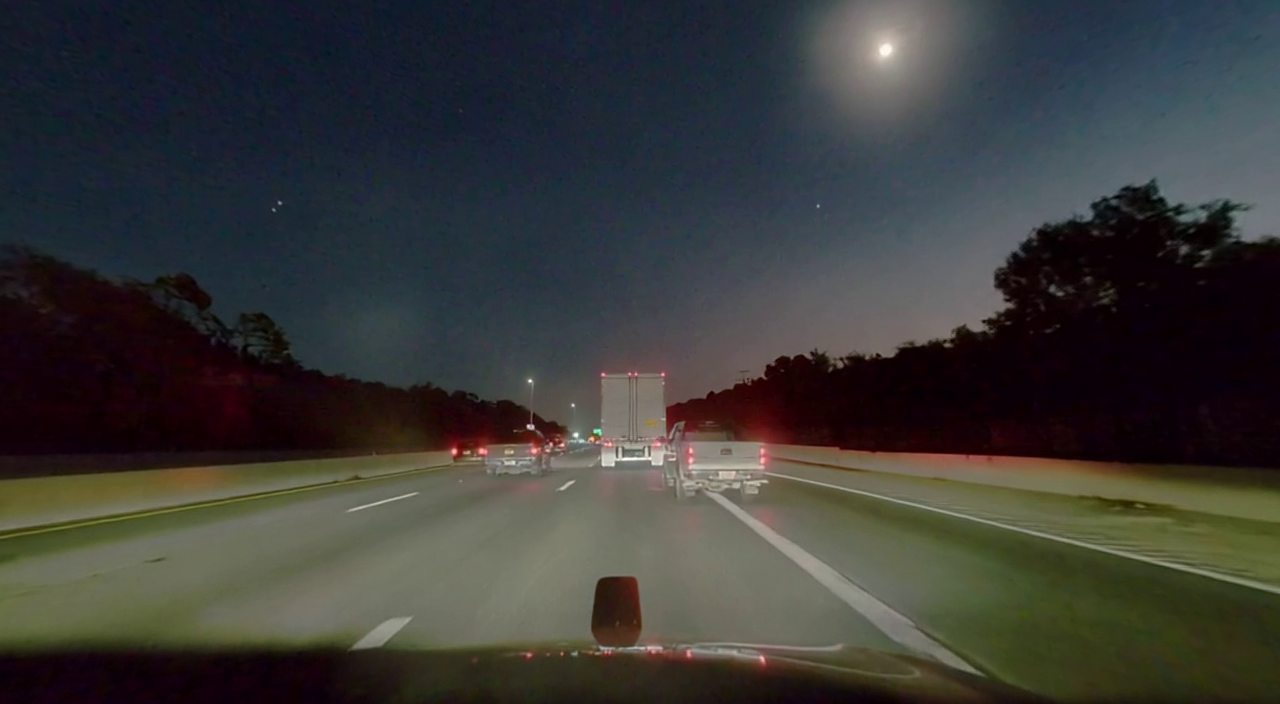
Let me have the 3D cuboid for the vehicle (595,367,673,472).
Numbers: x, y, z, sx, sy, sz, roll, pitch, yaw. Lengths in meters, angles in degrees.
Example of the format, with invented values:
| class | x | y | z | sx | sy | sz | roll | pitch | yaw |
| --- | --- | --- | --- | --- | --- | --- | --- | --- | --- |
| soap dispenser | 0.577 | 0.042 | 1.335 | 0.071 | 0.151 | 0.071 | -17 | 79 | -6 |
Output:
| class | x | y | z | sx | sy | sz | roll | pitch | yaw |
| --- | --- | --- | --- | --- | --- | --- | --- | --- | --- |
| vehicle | -0.481 | 3.218 | 28.782 | 2.904 | 3.915 | 10.473 | 0 | -8 | -3 |

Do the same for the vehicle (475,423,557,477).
| class | x | y | z | sx | sy | sz | roll | pitch | yaw |
| --- | --- | --- | --- | --- | --- | --- | --- | --- | --- |
| vehicle | -4.376 | 3.531 | 22.937 | 2.134 | 1.752 | 4.375 | 0 | -8 | -1 |

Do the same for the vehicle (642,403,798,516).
| class | x | y | z | sx | sy | sz | roll | pitch | yaw |
| --- | --- | --- | --- | --- | --- | --- | --- | --- | --- |
| vehicle | 1.329 | 2.091 | 12.844 | 2.118 | 1.832 | 4.901 | 1 | -8 | -5 |

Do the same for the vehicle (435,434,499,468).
| class | x | y | z | sx | sy | sz | roll | pitch | yaw |
| --- | --- | --- | --- | --- | --- | --- | --- | --- | --- |
| vehicle | -8.179 | 4.676 | 30.096 | 2.059 | 1.500 | 4.001 | 0 | -8 | -3 |
